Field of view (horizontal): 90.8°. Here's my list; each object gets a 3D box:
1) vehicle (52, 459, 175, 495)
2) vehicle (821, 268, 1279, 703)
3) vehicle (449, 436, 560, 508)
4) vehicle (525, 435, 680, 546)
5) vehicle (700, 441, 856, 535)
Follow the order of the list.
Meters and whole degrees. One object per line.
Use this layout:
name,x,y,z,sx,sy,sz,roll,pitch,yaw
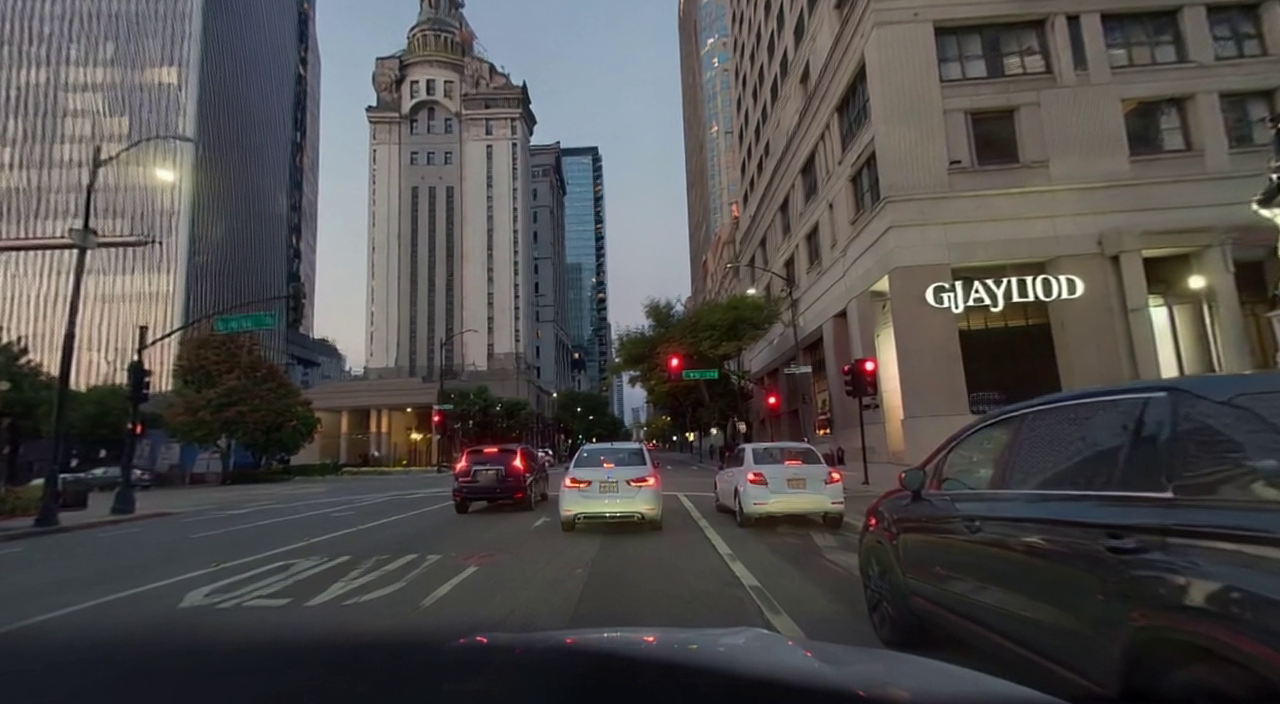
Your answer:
vehicle,-27.795,6.581,33.498,4.612,1.752,1.953,0,-9,-4
vehicle,2.650,0.937,3.244,2.096,1.775,4.440,0,-9,0
vehicle,-3.451,3.148,17.113,2.045,1.633,4.864,0,-9,-1
vehicle,-0.522,2.190,10.672,2.096,1.492,4.071,0,-9,0
vehicle,2.341,2.433,11.958,1.943,1.449,4.202,0,-9,-1
